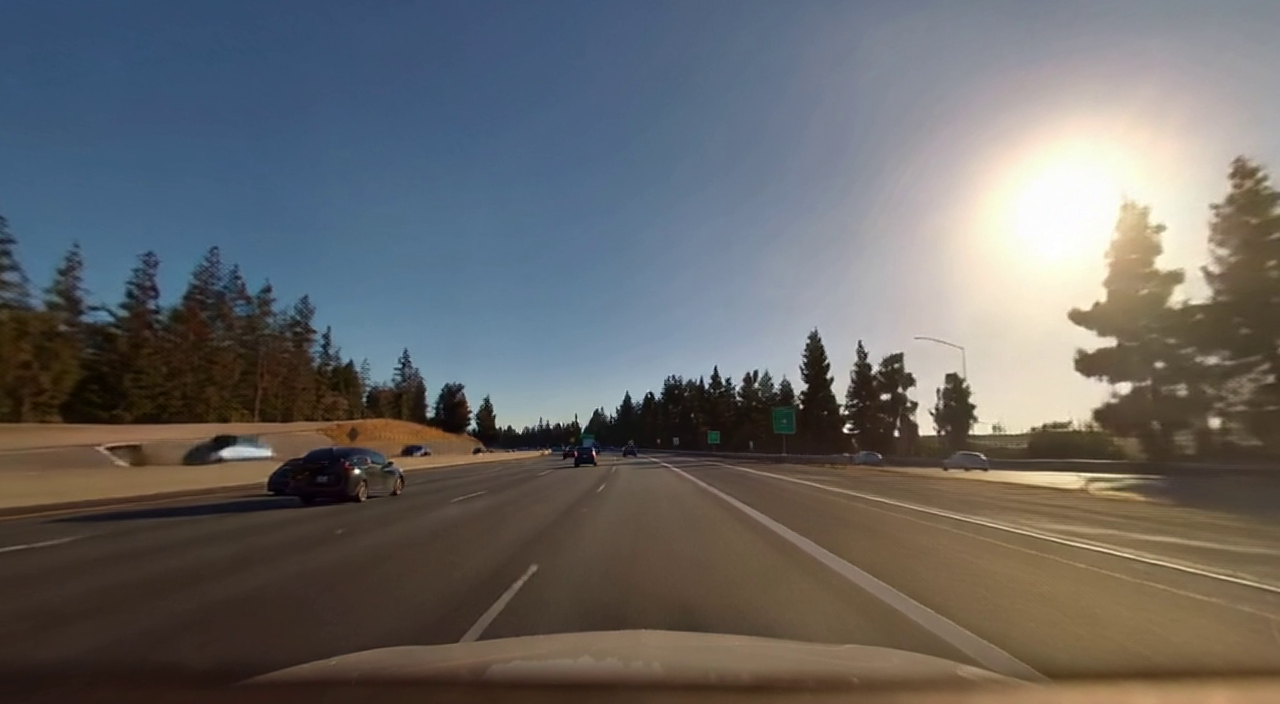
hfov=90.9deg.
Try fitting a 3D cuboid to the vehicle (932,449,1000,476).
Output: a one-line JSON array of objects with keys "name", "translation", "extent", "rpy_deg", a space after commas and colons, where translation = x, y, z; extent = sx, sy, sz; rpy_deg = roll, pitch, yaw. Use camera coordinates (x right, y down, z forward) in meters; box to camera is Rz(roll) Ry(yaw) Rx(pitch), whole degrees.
[{"name": "vehicle", "translation": [19.457, 6.611, 37.844], "extent": [1.950, 1.462, 4.391], "rpy_deg": [-1, -8, 4]}]

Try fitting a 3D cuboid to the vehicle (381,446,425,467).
[{"name": "vehicle", "translation": [-17.340, 7.643, 46.312], "extent": [1.812, 1.447, 3.802], "rpy_deg": [0, -8, -1]}]

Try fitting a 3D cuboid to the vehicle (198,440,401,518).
[{"name": "vehicle", "translation": [-7.419, 2.786, 14.451], "extent": [2.038, 1.463, 4.656], "rpy_deg": [0, -8, 0]}]

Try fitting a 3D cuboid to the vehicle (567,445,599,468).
[{"name": "vehicle", "translation": [-3.966, 7.316, 44.351], "extent": [1.936, 1.465, 4.060], "rpy_deg": [0, -8, -1]}]

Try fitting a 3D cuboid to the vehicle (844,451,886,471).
[{"name": "vehicle", "translation": [17.679, 8.564, 49.731], "extent": [2.005, 1.478, 4.056], "rpy_deg": [-1, -8, 3]}]
